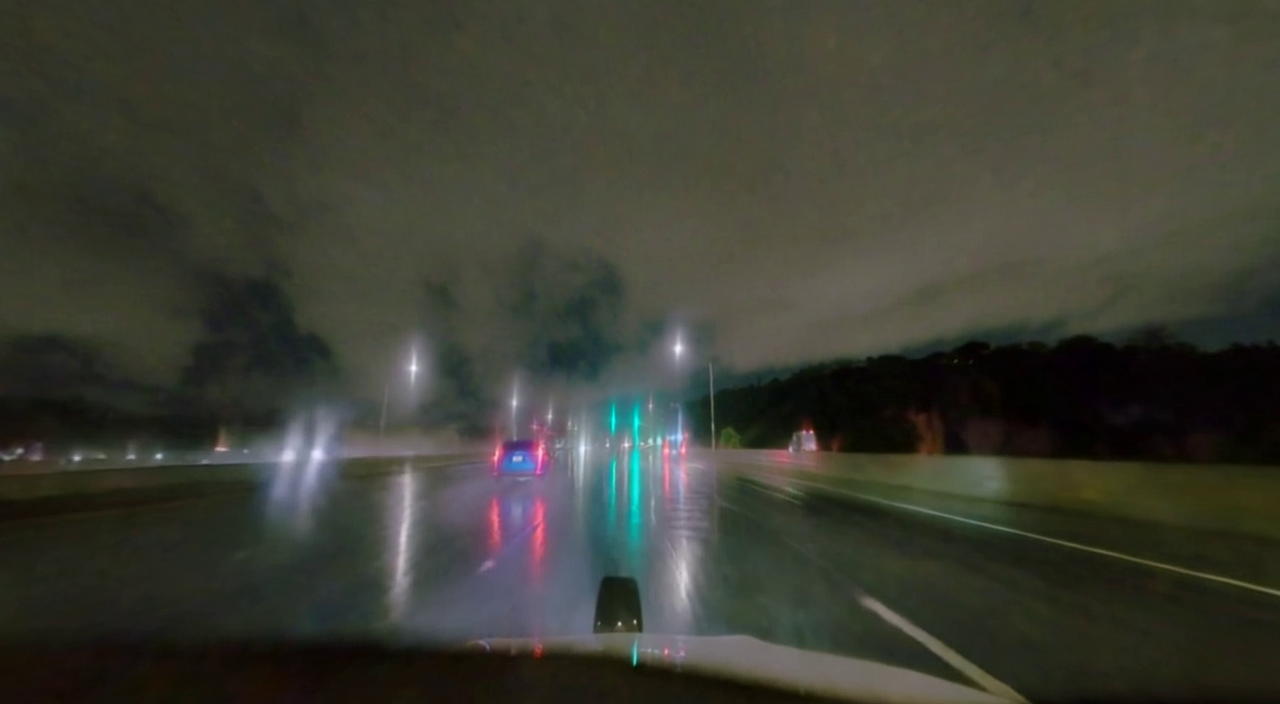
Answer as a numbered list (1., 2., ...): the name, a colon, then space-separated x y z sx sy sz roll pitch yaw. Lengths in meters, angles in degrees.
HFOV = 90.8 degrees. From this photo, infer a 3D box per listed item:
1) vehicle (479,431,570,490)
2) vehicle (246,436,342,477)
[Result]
1. vehicle: -3.853 3.739 22.085 2.205 1.773 5.124 0 -9 0
2. vehicle: -19.006 5.774 35.079 2.458 2.103 5.026 0 -9 0
